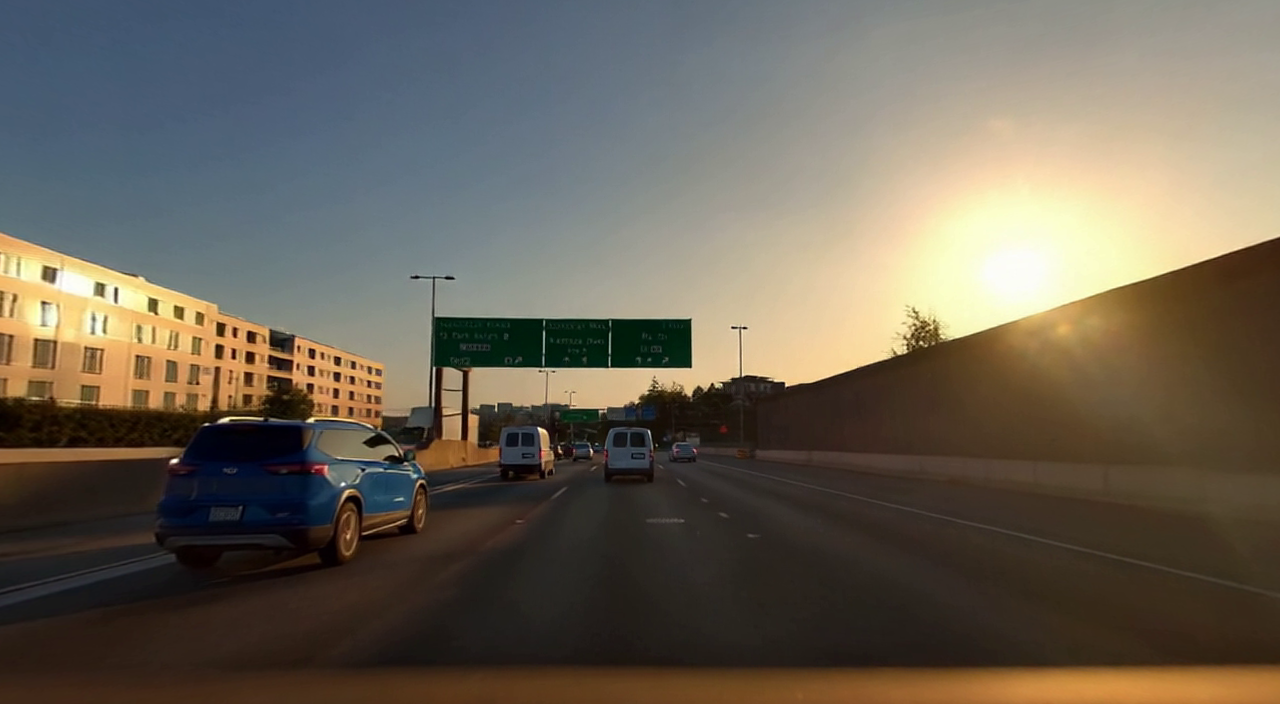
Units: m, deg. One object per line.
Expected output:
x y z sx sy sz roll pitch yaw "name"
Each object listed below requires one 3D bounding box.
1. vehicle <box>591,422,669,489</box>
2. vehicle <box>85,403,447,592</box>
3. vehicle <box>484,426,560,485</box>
-0.345 3.366 20.748 2.304 1.925 4.282 0 -8 -1 "vehicle"
-4.110 1.640 8.018 1.972 1.703 4.333 0 -8 -1 "vehicle"
-4.205 3.745 23.160 2.038 1.936 4.300 0 -8 -1 "vehicle"
